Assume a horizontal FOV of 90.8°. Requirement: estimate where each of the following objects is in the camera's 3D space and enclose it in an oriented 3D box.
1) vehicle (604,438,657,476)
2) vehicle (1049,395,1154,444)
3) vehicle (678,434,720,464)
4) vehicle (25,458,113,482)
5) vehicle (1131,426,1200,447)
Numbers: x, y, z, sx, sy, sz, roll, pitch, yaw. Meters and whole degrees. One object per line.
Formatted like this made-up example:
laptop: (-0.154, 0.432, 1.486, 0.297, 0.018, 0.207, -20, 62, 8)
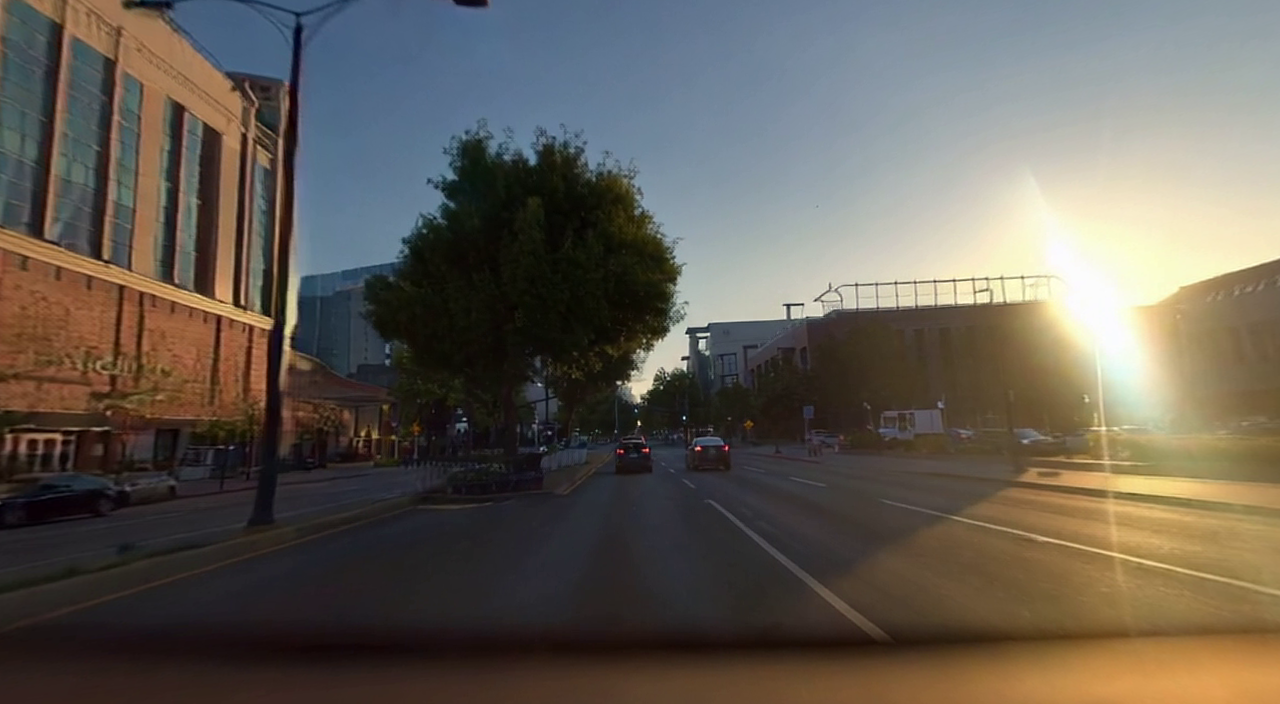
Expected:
vehicle: (-0.423, 4.497, 27.414, 2.110, 1.476, 4.294, 0, -8, -1)
vehicle: (33.178, 4.986, 45.799, 2.744, 3.127, 6.009, 0, -10, -2)
vehicle: (3.507, 5.868, 38.242, 2.100, 1.683, 4.231, 0, -8, -1)
vehicle: (-43.052, 8.922, 47.699, 4.568, 1.660, 2.025, 0, -8, -2)
vehicle: (38.393, 6.203, 46.275, 1.656, 1.427, 4.042, -1, -8, 1)
